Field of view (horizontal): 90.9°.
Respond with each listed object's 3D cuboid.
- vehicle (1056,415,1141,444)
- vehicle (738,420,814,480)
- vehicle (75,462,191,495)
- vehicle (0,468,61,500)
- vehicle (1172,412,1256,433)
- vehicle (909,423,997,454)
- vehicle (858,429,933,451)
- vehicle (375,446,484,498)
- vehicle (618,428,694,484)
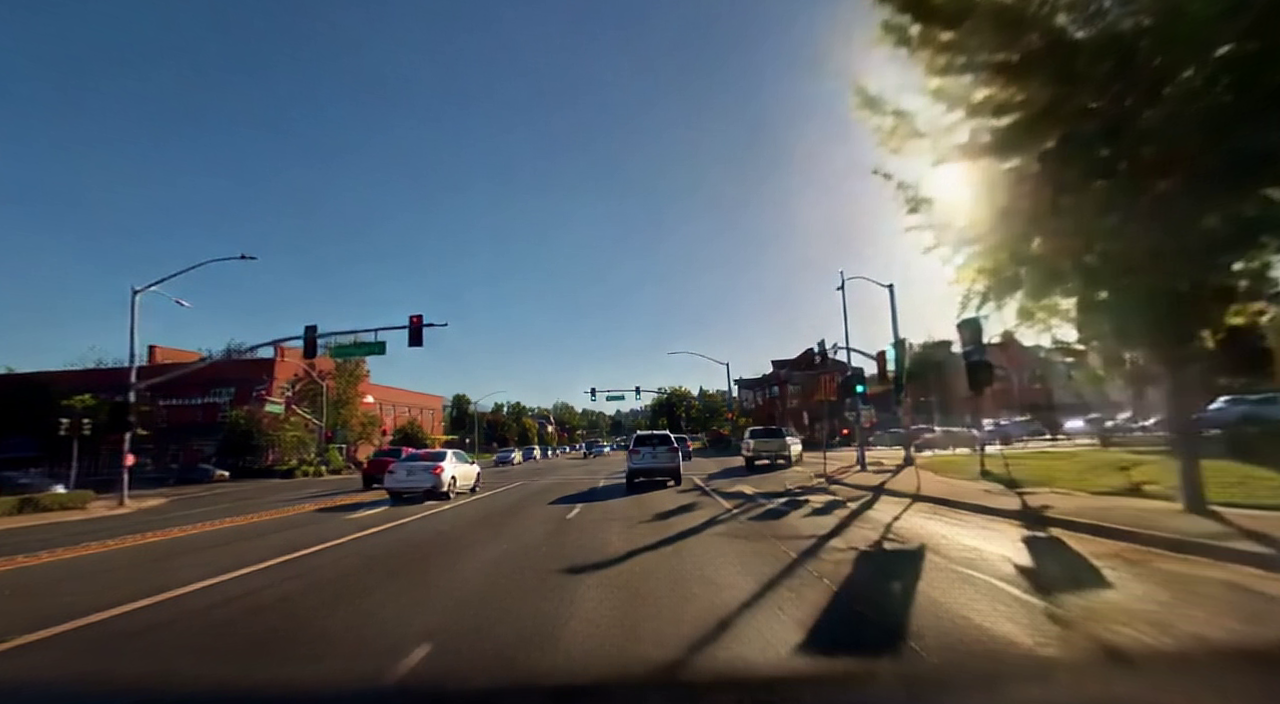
[{"bbox_3d":[34.506,5.878,47.527,4.819,1.562,1.877,-6,-8,-2],"label":"vehicle"},{"bbox_3d":[5.788,4.037,26.193,2.452,2.148,5.877,-3,-9,18],"label":"vehicle"},{"bbox_3d":[-29.747,7.422,37.092,4.890,1.806,2.205,0,-8,2],"label":"vehicle"},{"bbox_3d":[-37.753,7.824,37.426,4.839,1.742,1.993,0,-8,2],"label":"vehicle"},{"bbox_3d":[43.703,5.363,48.060,4.379,1.492,1.995,0,-9,0],"label":"vehicle"},{"bbox_3d":[18.756,5.193,37.866,4.386,1.760,2.228,3,-9,-20],"label":"vehicle"},{"bbox_3d":[17.857,6.188,44.252,4.430,1.480,1.923,0,-9,-1],"label":"vehicle"},{"bbox_3d":[-6.577,3.767,20.311,1.966,1.461,4.422,0,-9,0],"label":"vehicle"},{"bbox_3d":[0.524,3.893,23.801,2.513,1.854,5.235,0,-8,0],"label":"vehicle"}]
